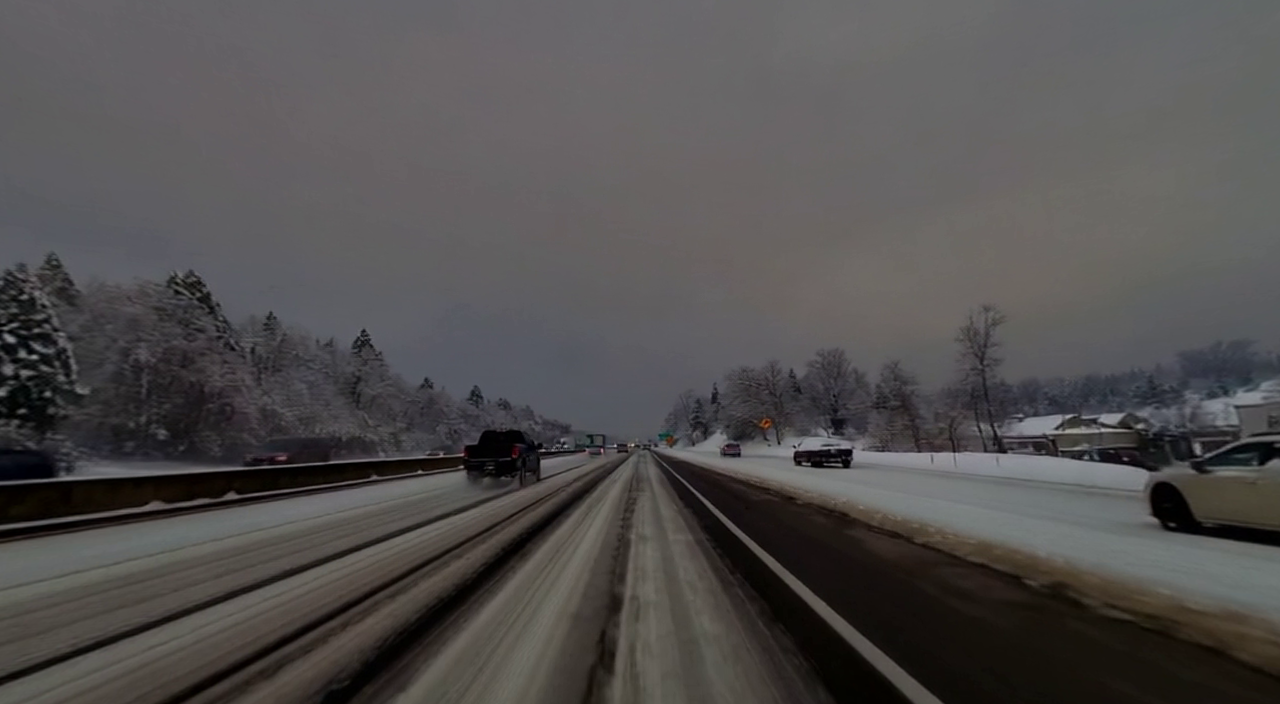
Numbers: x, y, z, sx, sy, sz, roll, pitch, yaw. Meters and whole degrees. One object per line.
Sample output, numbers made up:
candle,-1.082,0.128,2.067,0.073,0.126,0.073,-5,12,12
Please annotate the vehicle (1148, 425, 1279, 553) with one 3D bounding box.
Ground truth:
vehicle,9.235,1.749,8.012,1.971,1.638,4.295,0,-8,1

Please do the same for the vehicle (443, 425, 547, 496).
vehicle,-4.282,3.293,19.558,1.994,1.911,4.819,0,-8,1

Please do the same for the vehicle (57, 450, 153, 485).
vehicle,-36.291,7.805,43.003,2.116,2.227,5.081,0,-8,-1

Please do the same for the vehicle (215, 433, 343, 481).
vehicle,-17.237,5.046,30.637,2.477,2.066,5.967,0,-8,2

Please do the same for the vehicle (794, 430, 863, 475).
vehicle,9.534,5.114,32.325,2.061,2.115,4.635,0,-8,0
